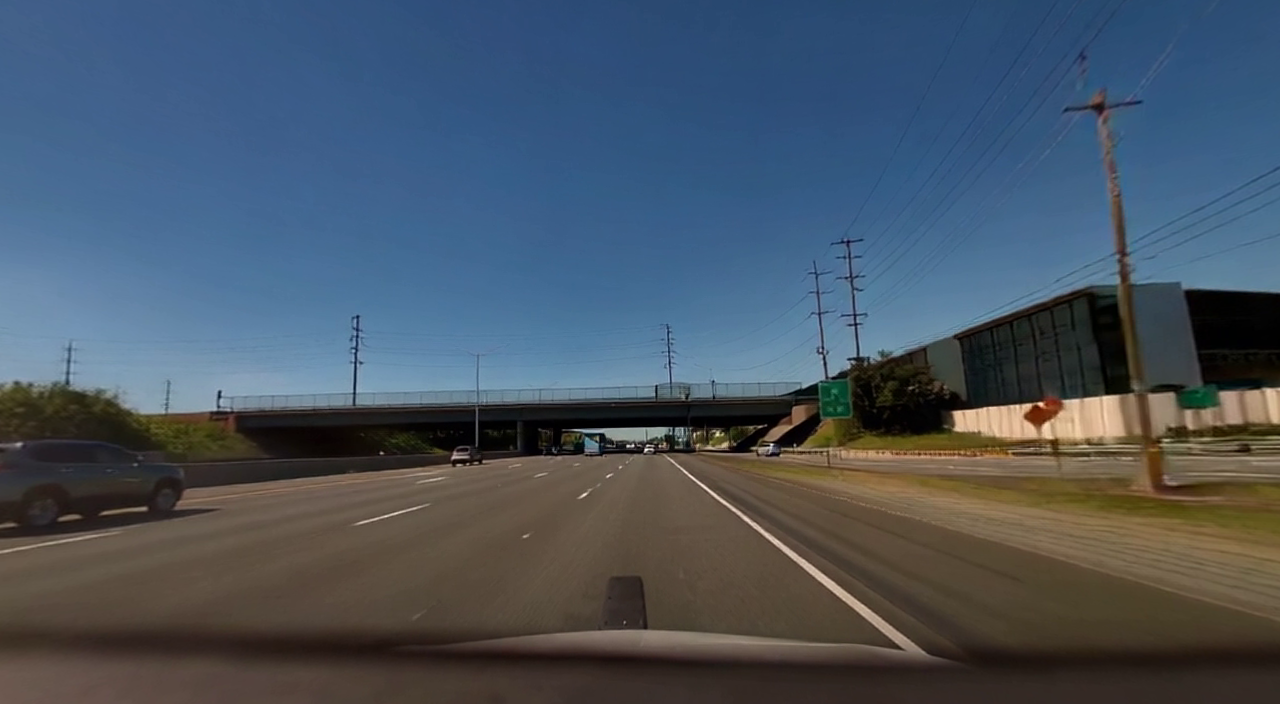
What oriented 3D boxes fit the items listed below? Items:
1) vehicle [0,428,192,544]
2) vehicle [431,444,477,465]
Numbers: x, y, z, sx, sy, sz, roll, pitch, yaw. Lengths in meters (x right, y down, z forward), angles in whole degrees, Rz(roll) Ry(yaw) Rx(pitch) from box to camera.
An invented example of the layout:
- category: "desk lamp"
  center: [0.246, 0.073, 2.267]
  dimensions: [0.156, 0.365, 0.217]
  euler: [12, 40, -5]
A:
- category: "vehicle"
  center: [-10.268, 2.146, 10.549]
  dimensions: [2.122, 1.655, 4.533]
  euler: [0, -8, 1]
- category: "vehicle"
  center: [-13.565, 7.497, 46.247]
  dimensions: [1.988, 1.477, 4.442]
  euler: [0, -8, 1]
